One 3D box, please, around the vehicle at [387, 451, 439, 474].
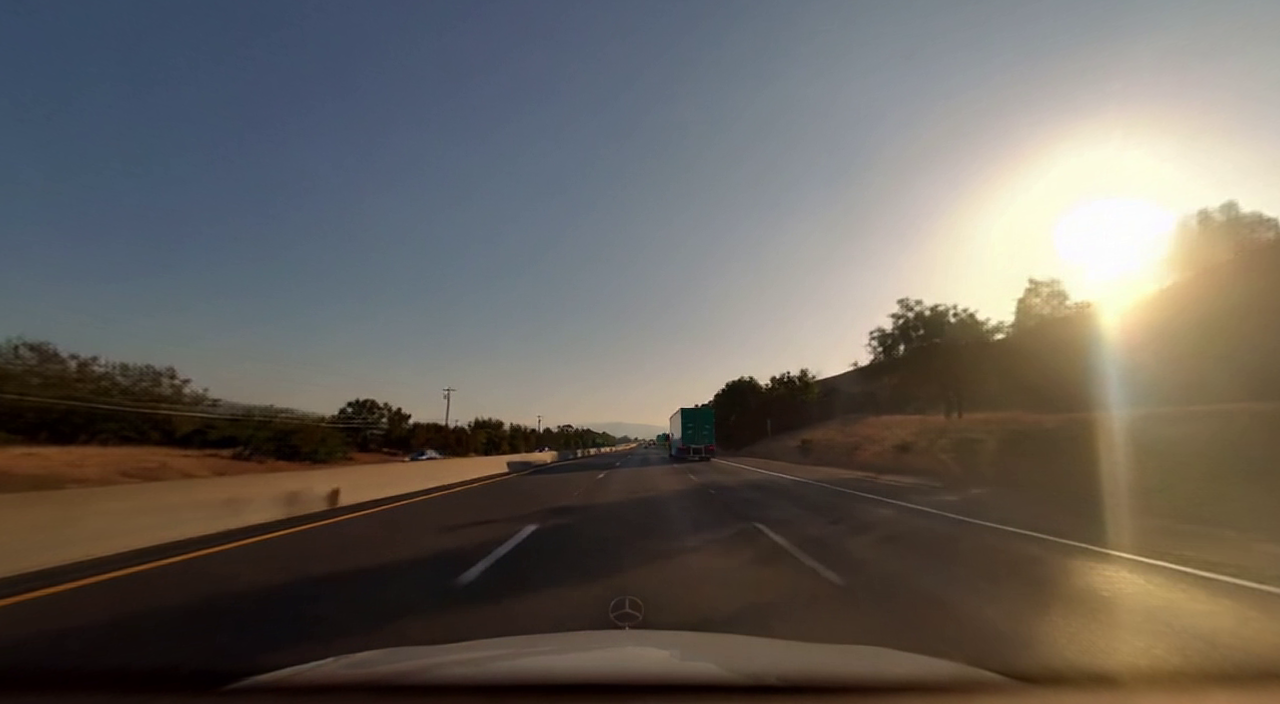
[{"bbox_3d":[-16.402,8.006,45.643,1.913,1.512,4.689,0,-9,2],"label":"vehicle"}]
